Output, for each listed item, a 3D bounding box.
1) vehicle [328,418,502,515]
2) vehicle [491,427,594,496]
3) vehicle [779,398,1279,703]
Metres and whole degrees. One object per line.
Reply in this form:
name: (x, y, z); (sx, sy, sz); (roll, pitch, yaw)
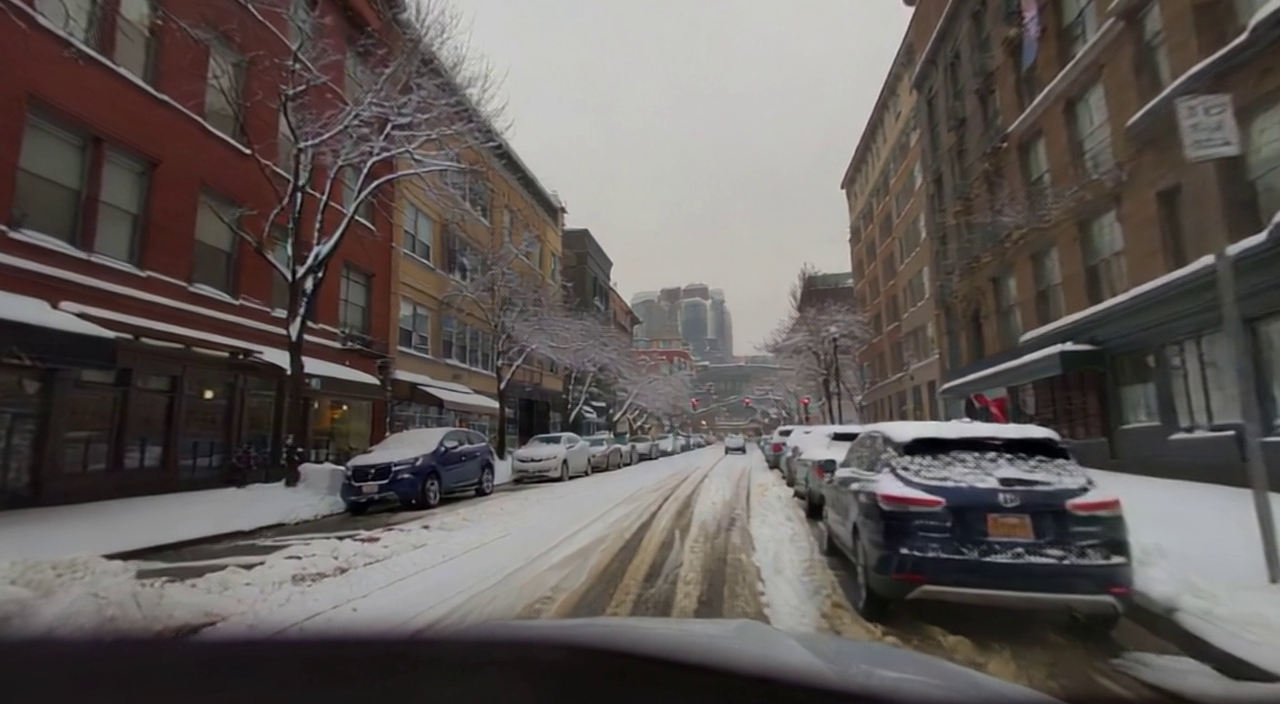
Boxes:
vehicle: (-4.088, 2.095, 11.993); (1.875, 1.564, 2.982); (-1, -8, 8)
vehicle: (-2.705, 3.081, 18.387); (1.867, 1.519, 3.920); (1, -4, 8)
vehicle: (2.327, 1.271, 5.296); (1.925, 1.481, 4.653); (-1, -8, 9)
